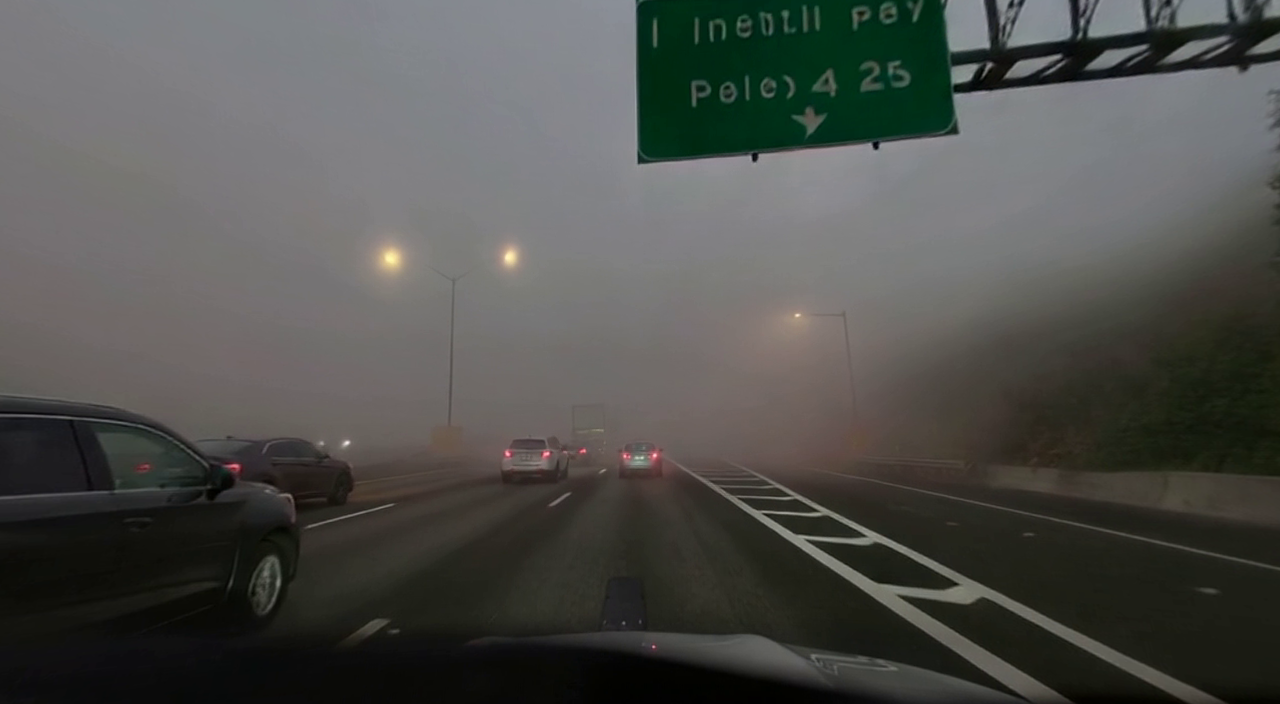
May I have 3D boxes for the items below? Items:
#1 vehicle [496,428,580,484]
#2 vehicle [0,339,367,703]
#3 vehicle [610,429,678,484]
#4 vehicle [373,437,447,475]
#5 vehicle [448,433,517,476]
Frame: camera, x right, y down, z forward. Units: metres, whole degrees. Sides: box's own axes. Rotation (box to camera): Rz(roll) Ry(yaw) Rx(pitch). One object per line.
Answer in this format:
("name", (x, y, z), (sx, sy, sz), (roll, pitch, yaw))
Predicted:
("vehicle", (-3.517, 3.695, 22.654), (2.125, 1.792, 4.466), (0, -8, 2))
("vehicle", (-3.472, 0.944, 3.197), (2.209, 1.711, 4.296), (0, -8, 0))
("vehicle", (0.141, 3.619, 22.030), (2.180, 1.716, 3.920), (0, -8, 0))
("vehicle", (-10.894, 4.958, 30.229), (1.894, 1.669, 4.251), (0, -8, 0))
("vehicle", (-7.005, 4.623, 28.566), (1.998, 1.770, 4.222), (0, -8, 0))
